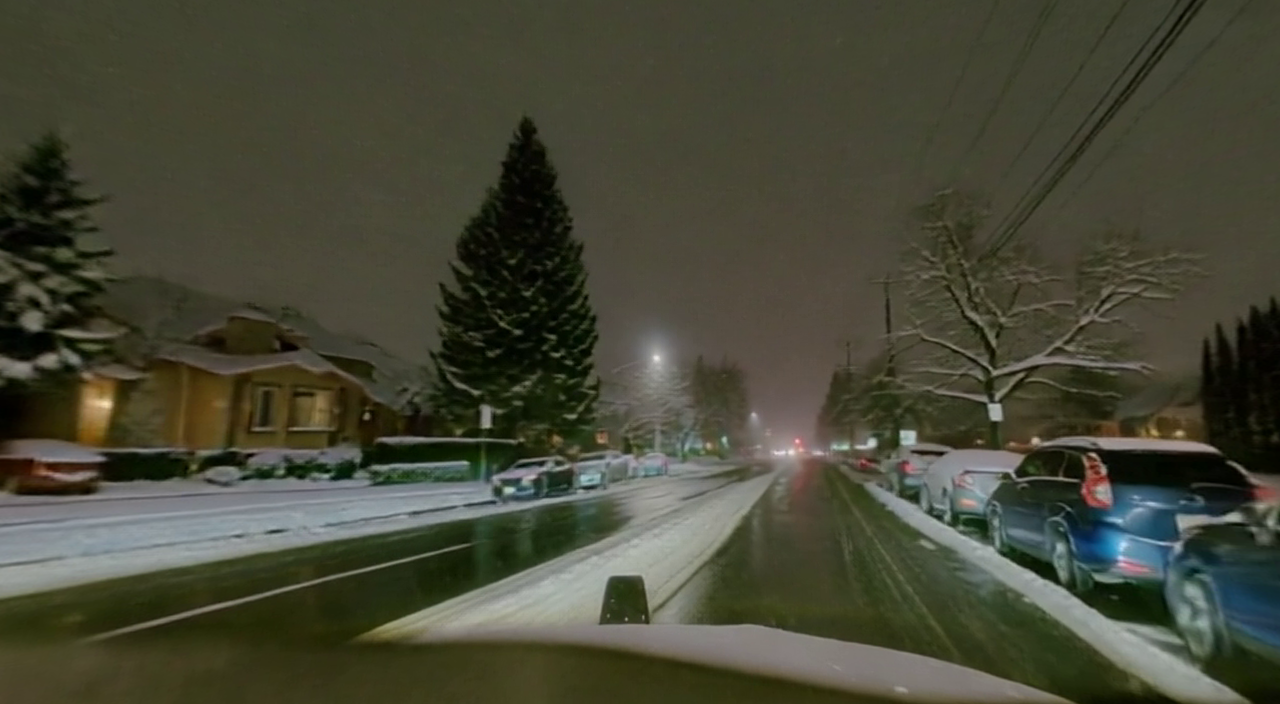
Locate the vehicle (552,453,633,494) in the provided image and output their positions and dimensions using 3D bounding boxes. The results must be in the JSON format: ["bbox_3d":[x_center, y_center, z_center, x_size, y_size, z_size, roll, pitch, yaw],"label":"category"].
[{"bbox_3d":[-1.842,4.952,26.039,1.948,1.477,4.518,-4,-9,14],"label":"vehicle"}]

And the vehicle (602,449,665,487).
[{"bbox_3d":[-0.241,5.789,31.757,1.973,1.755,4.528,-3,-9,15],"label":"vehicle"}]

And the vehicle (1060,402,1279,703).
[{"bbox_3d":[4.126,1.076,2.879,2.315,1.668,4.425,-2,-9,16],"label":"vehicle"}]

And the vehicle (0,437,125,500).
[{"bbox_3d":[-17.450,3.241,17.844,4.554,1.595,2.028,-2,-9,15],"label":"vehicle"}]

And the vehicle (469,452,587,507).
[{"bbox_3d":[-3.397,3.981,20.143,1.963,1.470,4.671,-3,-9,13],"label":"vehicle"}]
